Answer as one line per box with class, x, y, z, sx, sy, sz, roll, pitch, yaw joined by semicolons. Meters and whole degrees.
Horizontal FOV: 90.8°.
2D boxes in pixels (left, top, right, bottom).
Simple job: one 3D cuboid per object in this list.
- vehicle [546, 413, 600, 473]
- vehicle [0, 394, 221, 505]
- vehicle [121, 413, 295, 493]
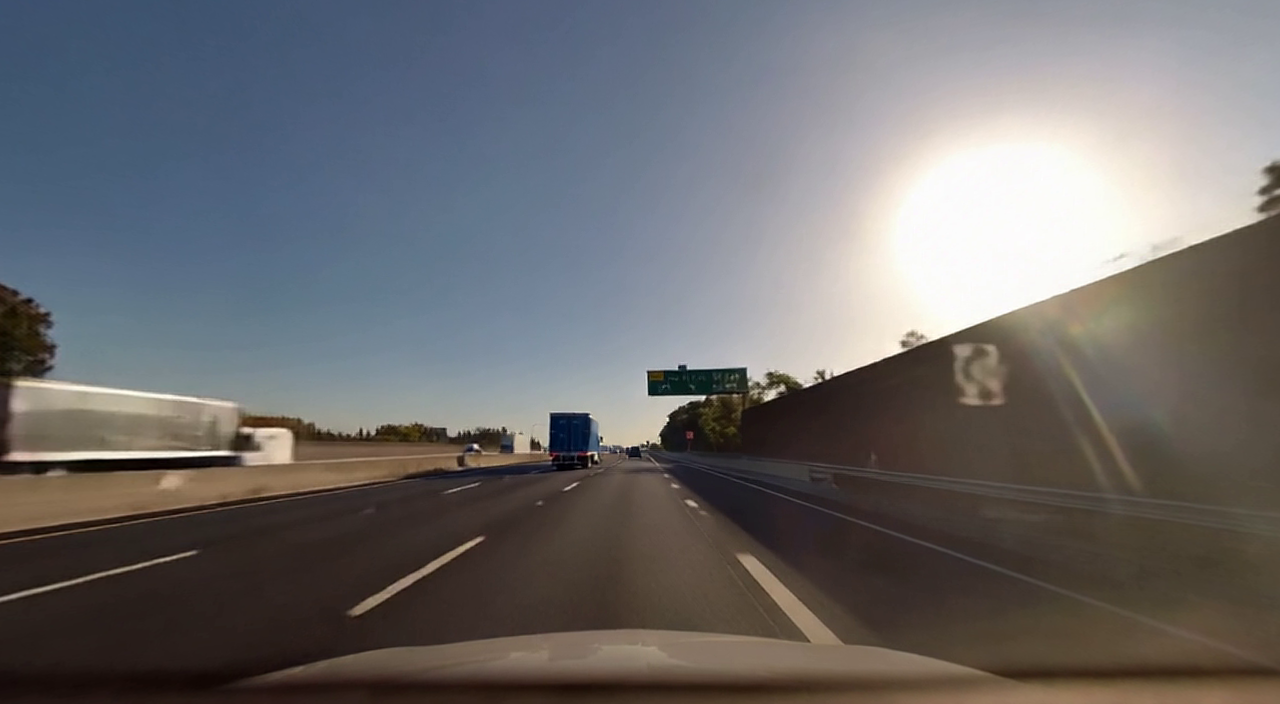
vehicle;-4.154;5.875;40.585;2.707;3.461;7.191;0;-9;0
vehicle;-24.492;4.191;27.059;2.843;3.924;14.815;0;-9;0
vehicle;-20.043;4.785;30.075;2.739;3.287;7.745;0;-9;0
